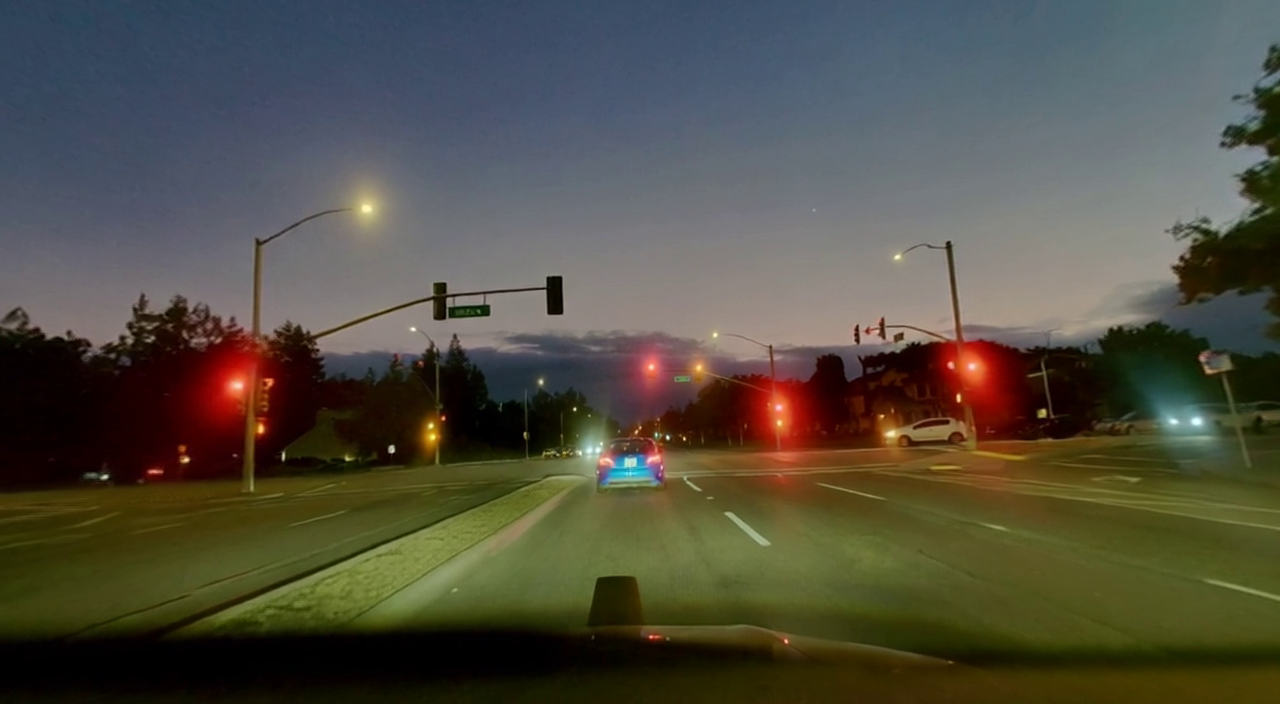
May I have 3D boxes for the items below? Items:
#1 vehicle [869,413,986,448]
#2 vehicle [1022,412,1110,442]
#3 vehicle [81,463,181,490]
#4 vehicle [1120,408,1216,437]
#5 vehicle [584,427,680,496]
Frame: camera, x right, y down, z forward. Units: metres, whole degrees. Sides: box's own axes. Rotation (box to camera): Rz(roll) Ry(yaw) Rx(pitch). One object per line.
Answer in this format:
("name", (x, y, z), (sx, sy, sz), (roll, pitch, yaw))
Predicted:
("vehicle", (17.932, 4.924, 39.677), (6.025, 2.000, 2.876), (1, -7, -2))
("vehicle", (28.655, 5.095, 42.611), (4.557, 1.899, 1.996), (1, -8, -5))
("vehicle", (-35.918, 8.764, 44.688), (5.009, 1.739, 2.092), (1, -8, -6))
("vehicle", (35.916, 4.806, 43.068), (4.735, 1.784, 2.094), (1, -7, -3))
("vehicle", (-0.083, 2.887, 17.055), (2.074, 1.570, 3.647), (0, -8, 7))
